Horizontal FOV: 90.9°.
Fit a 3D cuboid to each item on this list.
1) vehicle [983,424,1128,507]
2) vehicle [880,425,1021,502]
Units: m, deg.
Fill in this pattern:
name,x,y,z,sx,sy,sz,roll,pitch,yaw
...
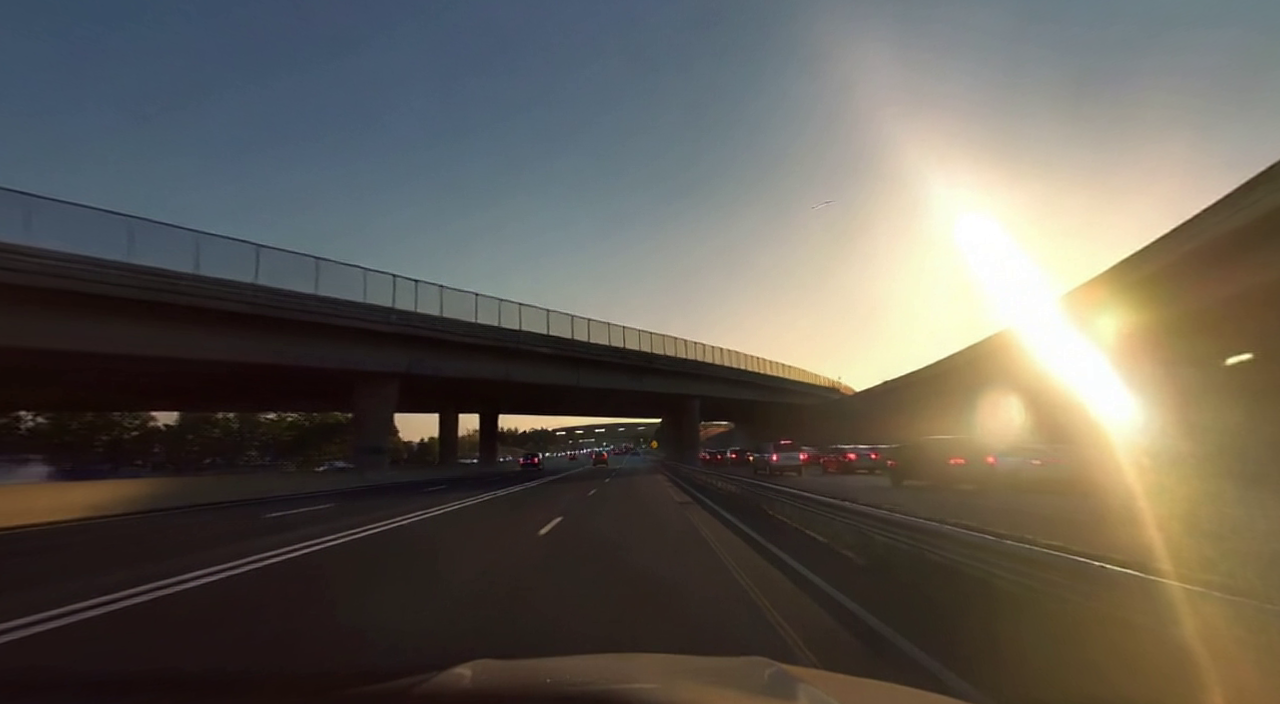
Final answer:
name,x,y,z,sx,sy,sz,roll,pitch,yaw
vehicle,18.662,5.096,28.803,2.594,3.362,5.549,1,-9,-1
vehicle,15.845,5.742,33.183,2.635,3.459,9.104,1,-9,-1
